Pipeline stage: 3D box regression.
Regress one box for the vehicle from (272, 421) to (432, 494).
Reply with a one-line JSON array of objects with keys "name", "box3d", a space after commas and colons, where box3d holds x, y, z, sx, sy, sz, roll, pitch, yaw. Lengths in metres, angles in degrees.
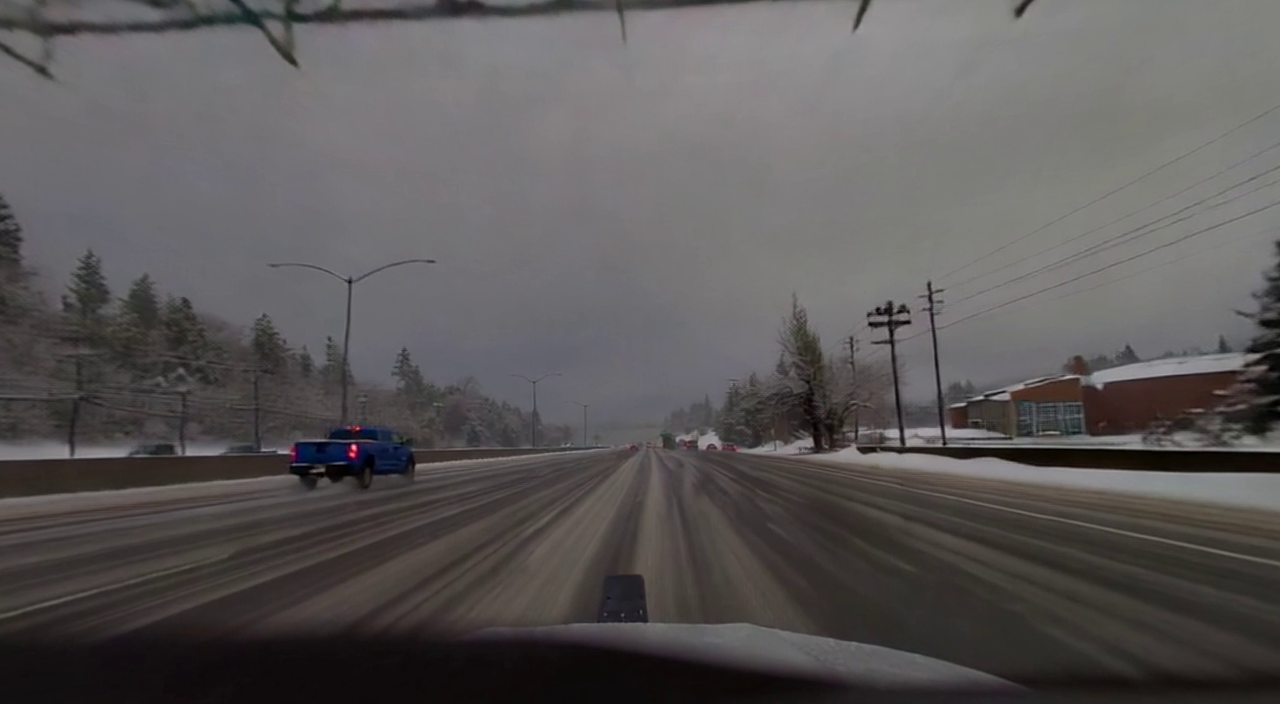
[{"name": "vehicle", "box3d": [-9.815, 3.686, 22.277, 2.667, 2.213, 6.081, 0, -8, 1]}]
